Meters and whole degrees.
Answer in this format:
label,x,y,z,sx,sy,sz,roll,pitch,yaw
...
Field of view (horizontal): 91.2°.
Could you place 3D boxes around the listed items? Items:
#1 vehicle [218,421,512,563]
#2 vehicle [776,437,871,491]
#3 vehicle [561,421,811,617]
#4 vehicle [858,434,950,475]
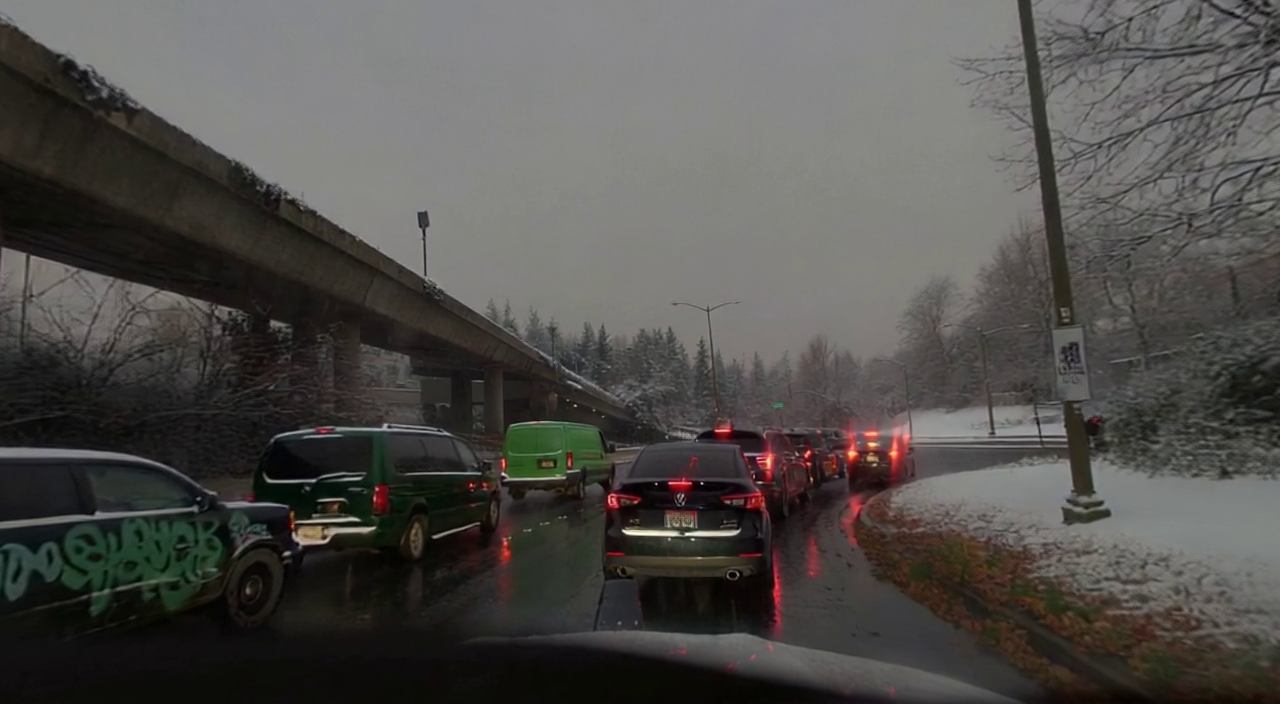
label,x,y,z,sx,sy,sz,roll,pitch,yaw
vehicle,-3.562,1.891,9.146,1.921,1.554,4.081,-2,-9,10
vehicle,5.642,3.339,18.961,1.780,1.446,3.902,-6,-10,30
vehicle,0.777,1.630,7.008,2.064,1.515,3.722,-3,-9,14
vehicle,10.563,4.071,24.956,3.934,1.485,1.763,8,-12,-42
